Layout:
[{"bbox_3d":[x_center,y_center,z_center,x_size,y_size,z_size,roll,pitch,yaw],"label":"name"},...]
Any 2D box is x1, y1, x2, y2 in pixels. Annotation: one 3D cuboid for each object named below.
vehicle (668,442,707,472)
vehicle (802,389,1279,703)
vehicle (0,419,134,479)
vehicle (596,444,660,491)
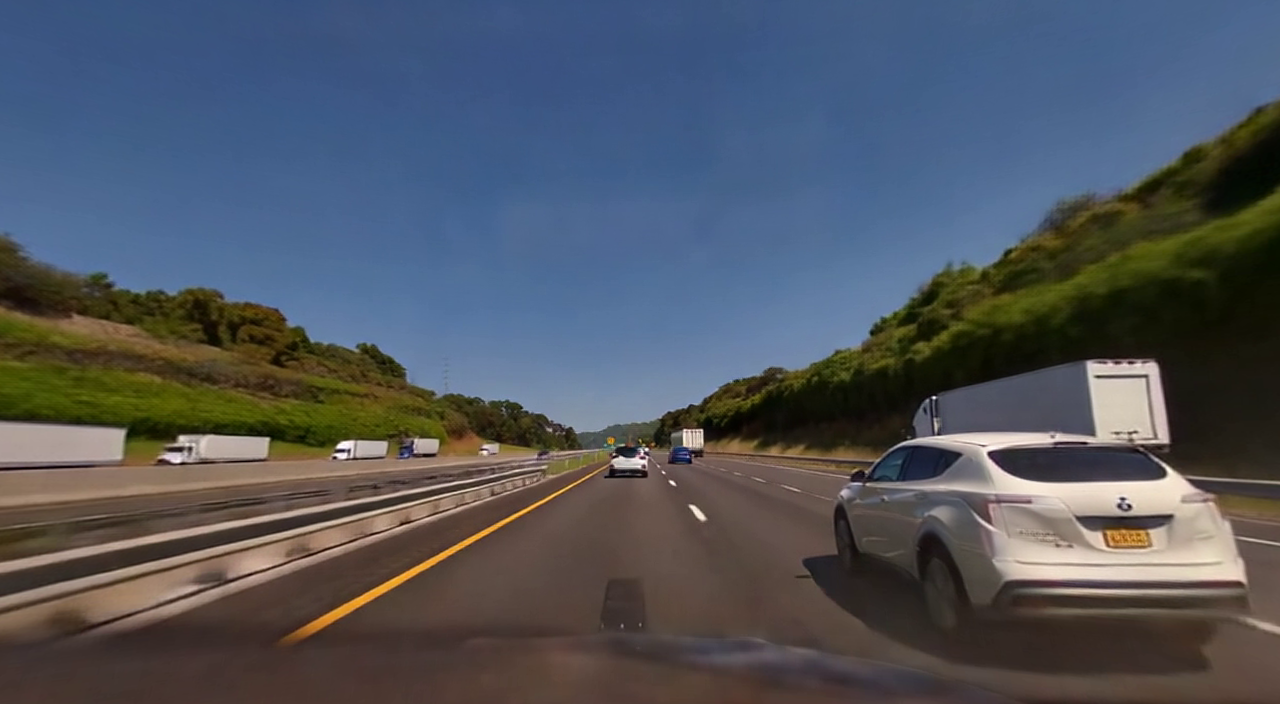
[{"bbox_3d":[2.813,6.405,38.568,2.048,1.704,4.284,0,-9,0],"label":"vehicle"},{"bbox_3d":[2.996,1.291,5.125,1.997,1.534,4.664,0,-9,-1],"label":"vehicle"},{"bbox_3d":[-36.745,5.446,35.322,2.760,3.231,16.626,0,-9,2],"label":"vehicle"},{"bbox_3d":[-0.402,3.884,21.474,1.970,1.441,3.846,0,-9,-1],"label":"vehicle"}]
